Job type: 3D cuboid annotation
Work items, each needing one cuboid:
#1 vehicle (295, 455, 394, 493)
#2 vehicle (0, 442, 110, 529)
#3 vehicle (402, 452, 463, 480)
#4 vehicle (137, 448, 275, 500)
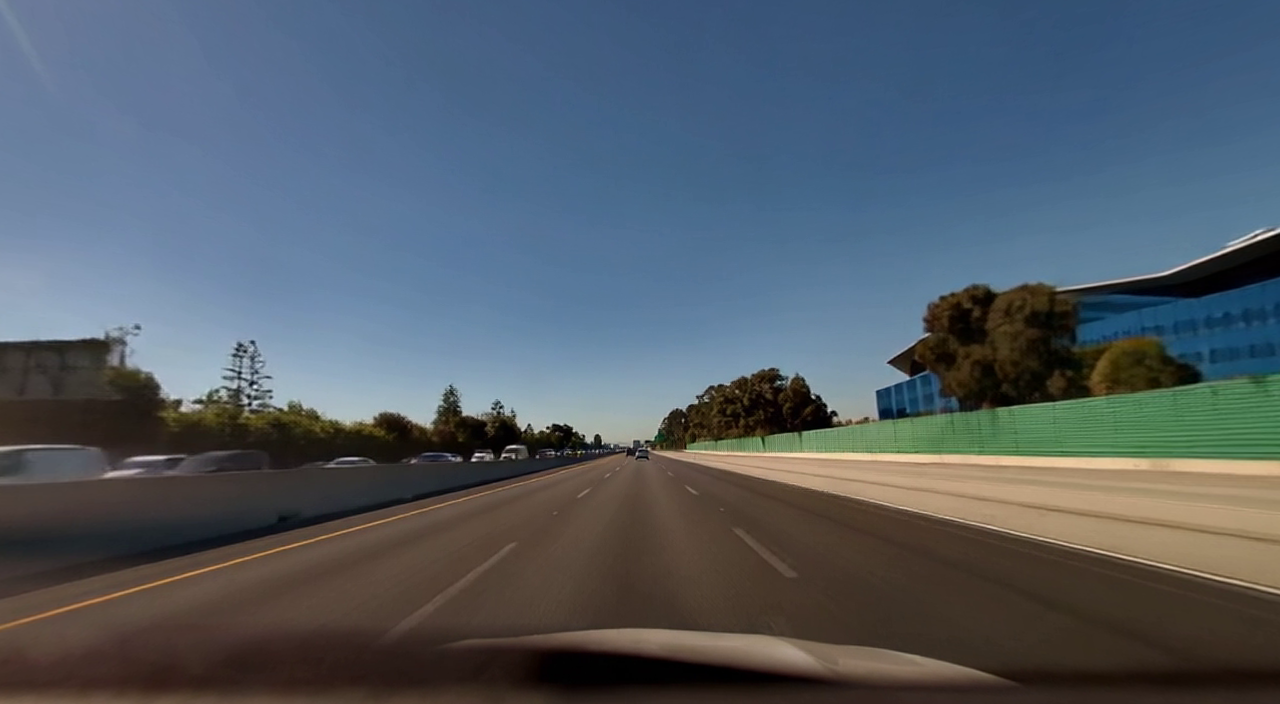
[{"bbox_3d":[-12.314,5.088,26.629,1.971,1.437,4.488,0,-9,1],"label":"vehicle"},{"bbox_3d":[-12.099,2.320,10.950,1.986,1.494,4.310,0,-9,1],"label":"vehicle"},{"bbox_3d":[-11.886,6.540,36.393,1.922,1.458,4.410,-1,-9,1],"label":"vehicle"},{"bbox_3d":[-15.666,4.394,23.092,1.970,1.694,4.273,0,-9,0],"label":"vehicle"}]
